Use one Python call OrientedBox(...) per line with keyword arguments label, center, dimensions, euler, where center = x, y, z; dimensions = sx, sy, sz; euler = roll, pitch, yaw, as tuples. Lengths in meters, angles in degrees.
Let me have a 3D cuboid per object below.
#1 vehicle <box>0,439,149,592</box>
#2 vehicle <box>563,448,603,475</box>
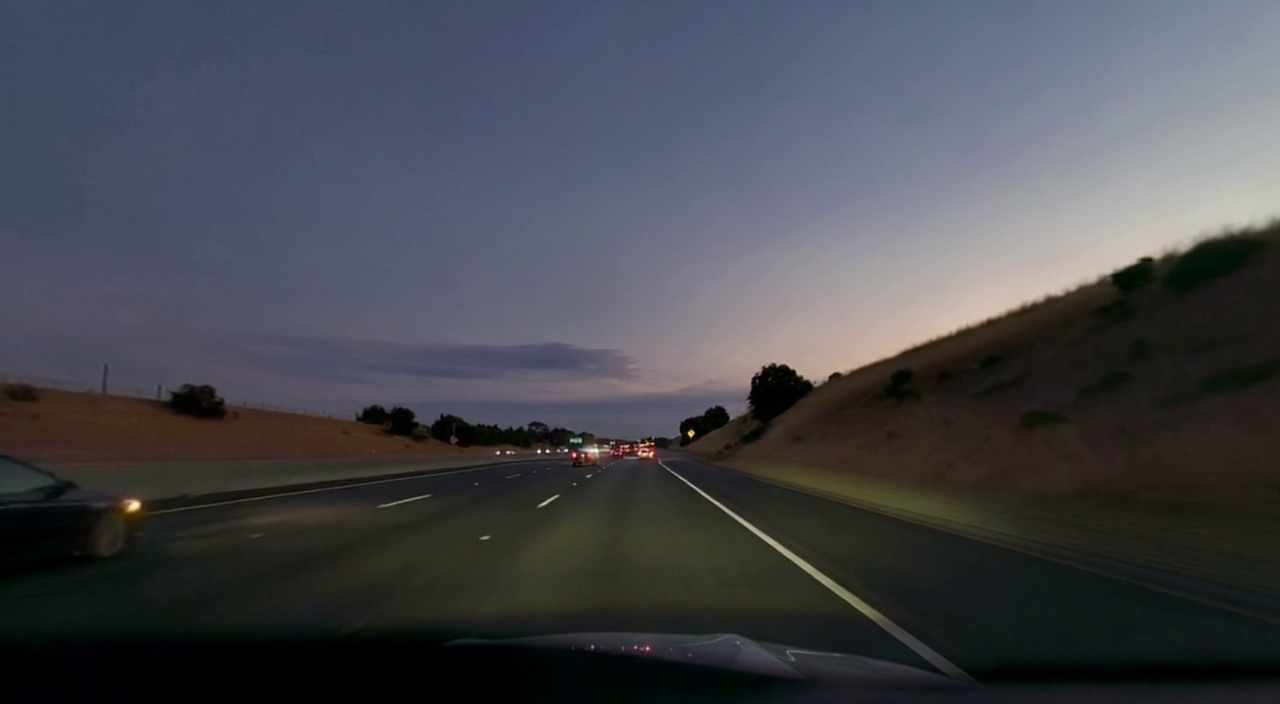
OrientedBox(label="vehicle", center=(-7.686, 1.652, 6.180), dimensions=(2.069, 1.566, 4.480), euler=(0, -9, -1))
OrientedBox(label="vehicle", center=(-3.246, 6.303, 36.287), dimensions=(1.895, 1.482, 3.852), euler=(0, -9, 1))
